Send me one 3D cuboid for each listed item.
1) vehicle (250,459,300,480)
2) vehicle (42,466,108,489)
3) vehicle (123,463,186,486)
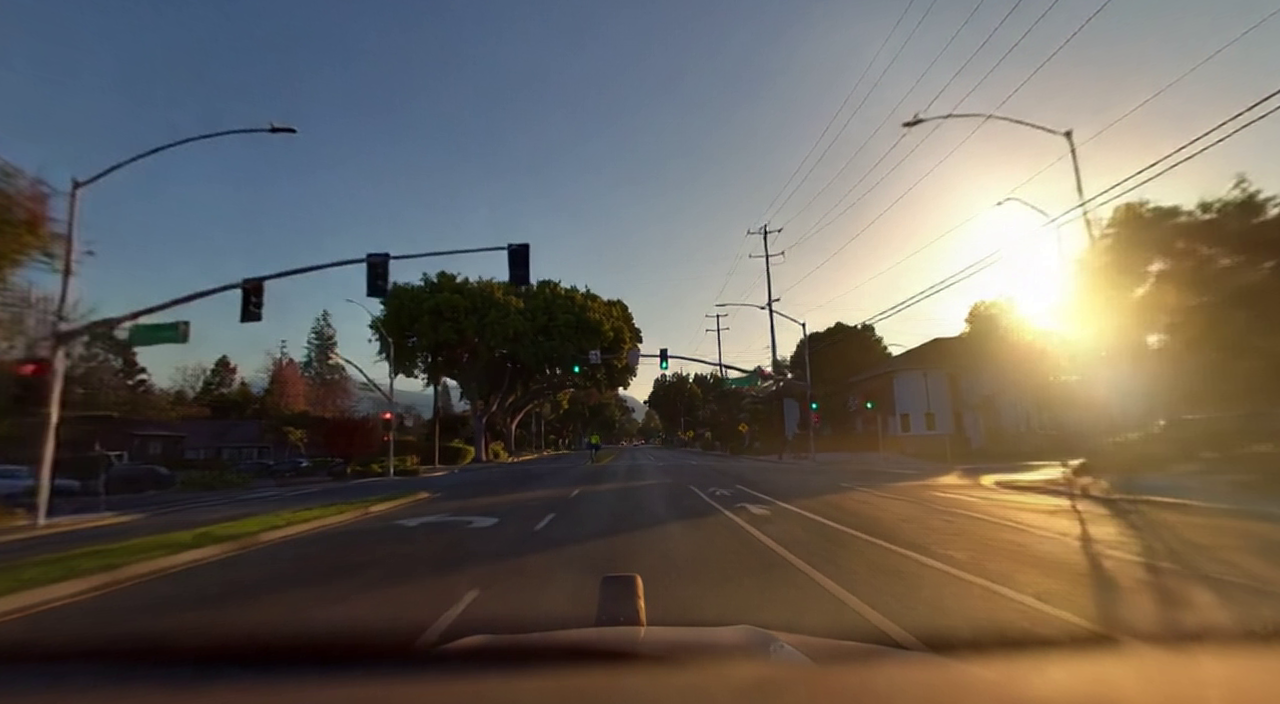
[{"bbox_3d":[-28.741,9.246,49.880,1.974,1.457,4.248,1,-9,-10],"label":"vehicle"},{"bbox_3d":[-42.661,9.481,47.818,1.795,1.485,4.389,2,-9,-15],"label":"vehicle"},{"bbox_3d":[-36.943,9.316,48.238,1.857,1.491,4.680,2,-9,-12],"label":"vehicle"}]
